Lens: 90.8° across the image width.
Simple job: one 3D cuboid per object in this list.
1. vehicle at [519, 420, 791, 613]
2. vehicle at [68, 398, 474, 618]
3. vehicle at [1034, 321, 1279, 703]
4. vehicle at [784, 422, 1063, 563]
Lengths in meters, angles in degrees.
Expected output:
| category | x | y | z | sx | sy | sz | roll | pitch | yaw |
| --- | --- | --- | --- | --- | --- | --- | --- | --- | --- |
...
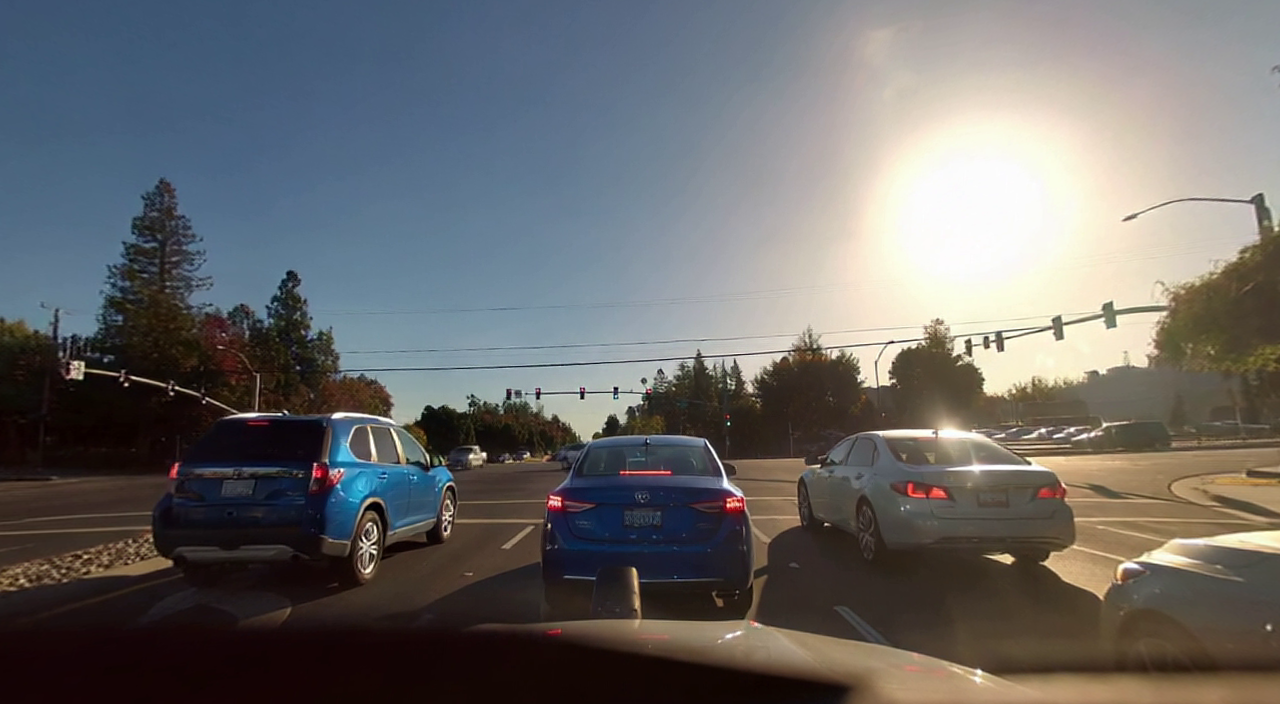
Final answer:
| category | x | y | z | sx | sy | sz | roll | pitch | yaw |
| --- | --- | --- | --- | --- | --- | --- | --- | --- | --- |
| vehicle | 0.062 | 1.589 | 7.022 | 2.114 | 1.482 | 4.056 | 0 | -9 | -2 |
| vehicle | -3.416 | 1.525 | 7.070 | 1.958 | 1.693 | 4.242 | 0 | -9 | 0 |
| vehicle | 3.235 | 0.608 | 1.173 | 2.178 | 1.691 | 4.314 | 0 | -9 | 0 |
| vehicle | 3.532 | 1.838 | 8.990 | 1.874 | 1.487 | 4.404 | 0 | -9 | -1 |
